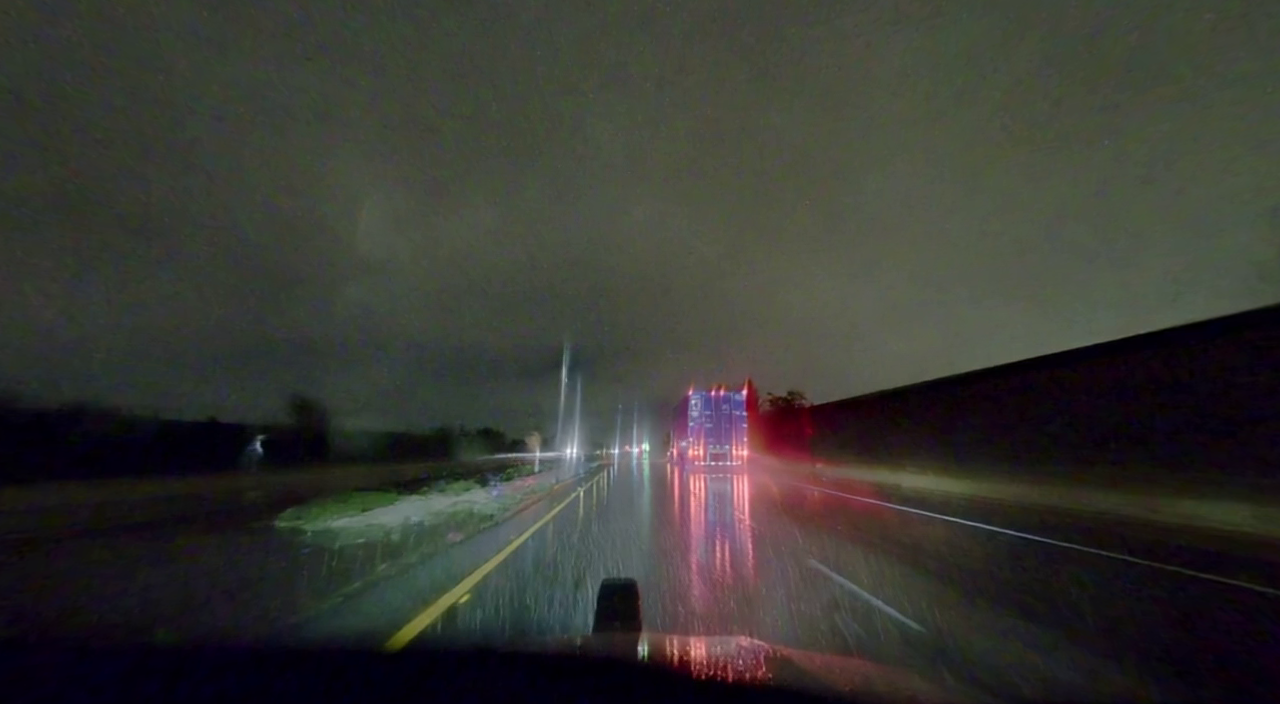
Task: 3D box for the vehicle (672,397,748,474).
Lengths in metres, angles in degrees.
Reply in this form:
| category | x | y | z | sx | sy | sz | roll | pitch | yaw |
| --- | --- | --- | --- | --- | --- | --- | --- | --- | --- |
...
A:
| category | x | y | z | sx | sy | sz | roll | pitch | yaw |
| --- | --- | --- | --- | --- | --- | --- | --- | --- | --- |
| vehicle | 3.927 | 5.368 | 39.187 | 2.922 | 3.905 | 14.151 | 0 | -9 | -1 |
